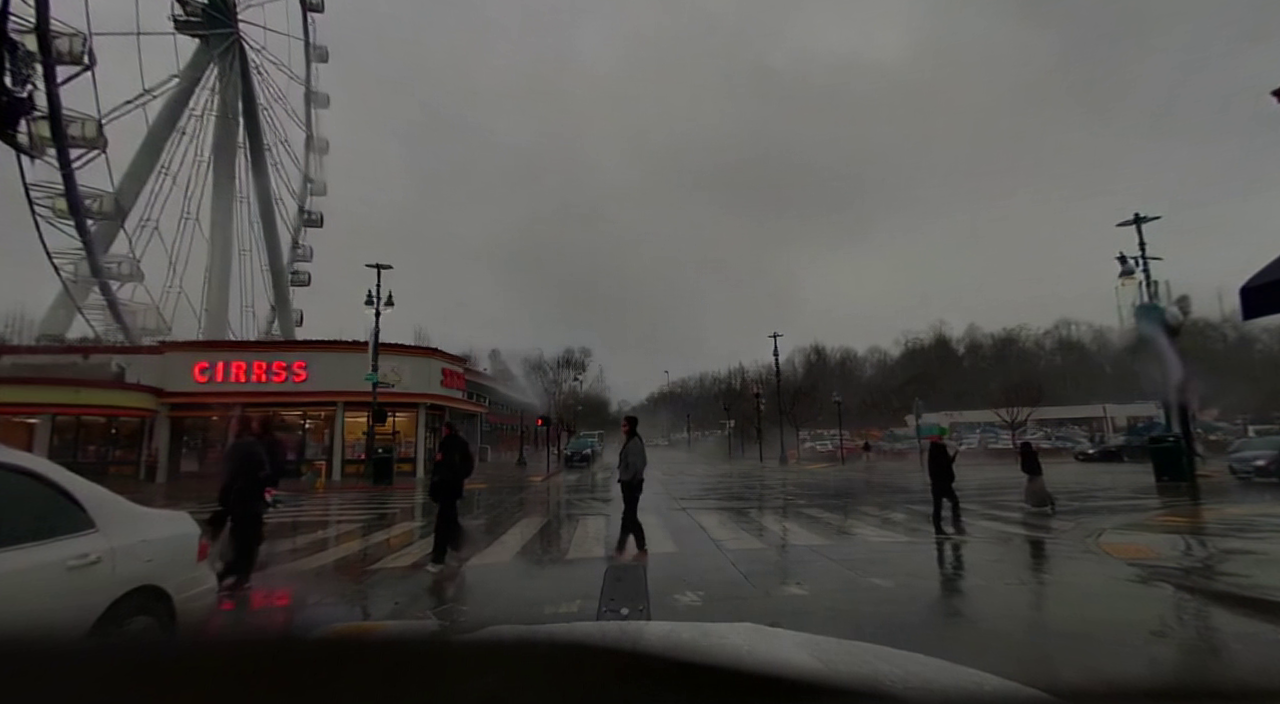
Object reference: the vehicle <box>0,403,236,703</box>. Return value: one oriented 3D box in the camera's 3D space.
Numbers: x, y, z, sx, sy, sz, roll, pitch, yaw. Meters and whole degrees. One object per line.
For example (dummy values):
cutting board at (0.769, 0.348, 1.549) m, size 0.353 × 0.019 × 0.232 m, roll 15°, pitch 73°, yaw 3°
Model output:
vehicle at (-3.372, 0.785, 1.182) m, size 1.940 × 1.505 × 4.676 m, roll -1°, pitch -9°, yaw 3°

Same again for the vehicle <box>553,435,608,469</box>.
vehicle at (-3.885, 6.364, 40.264) m, size 2.549 × 2.000 × 5.699 m, roll 2°, pitch -9°, yaw -15°
